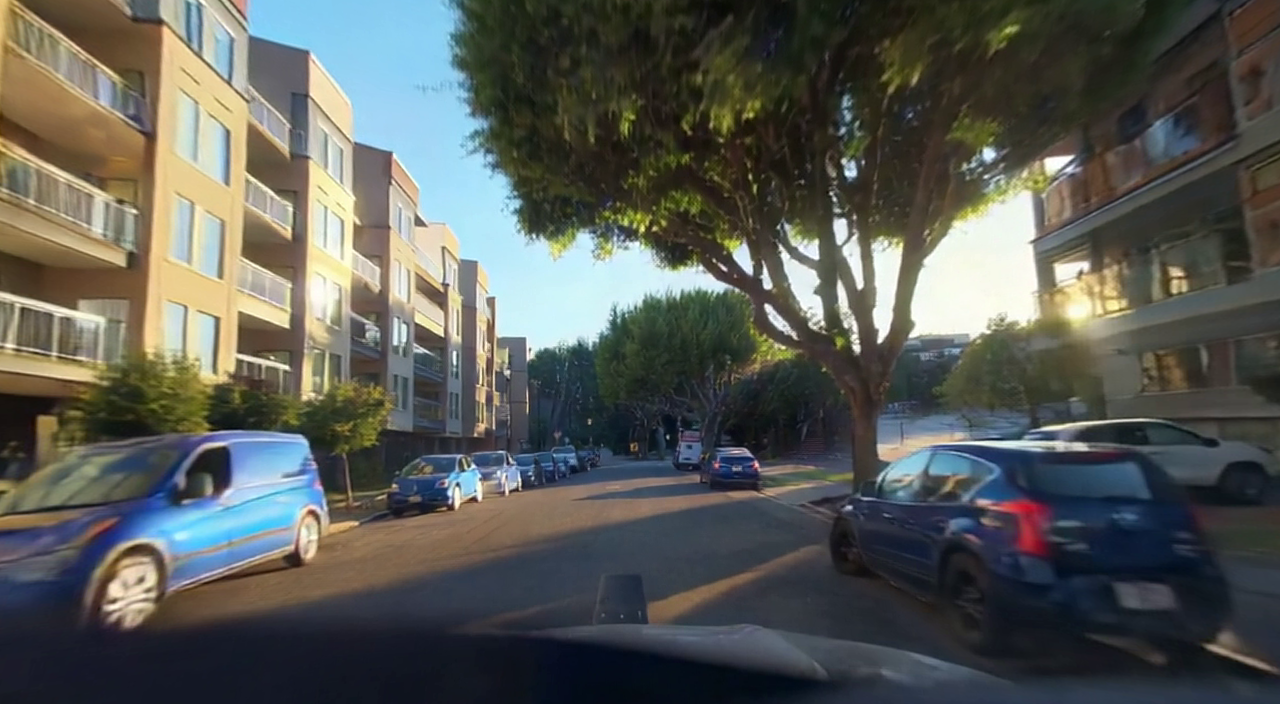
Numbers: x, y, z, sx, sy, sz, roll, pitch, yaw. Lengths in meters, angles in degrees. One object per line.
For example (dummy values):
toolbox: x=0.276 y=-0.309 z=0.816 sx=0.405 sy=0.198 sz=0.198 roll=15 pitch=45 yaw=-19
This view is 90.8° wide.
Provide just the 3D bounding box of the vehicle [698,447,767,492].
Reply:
vehicle: x=3.302 y=4.266 z=23.385 sx=1.835 sy=1.490 sz=4.134 roll=0 pitch=-8 yaw=-1

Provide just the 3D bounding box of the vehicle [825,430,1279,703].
vehicle: x=3.111 y=1.477 z=5.379 sx=1.903 sy=1.512 sz=3.900 roll=0 pitch=-8 yaw=1

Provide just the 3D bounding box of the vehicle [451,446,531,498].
vehicle: x=-4.970 y=4.026 z=21.614 sx=1.782 sy=1.585 sz=3.962 roll=0 pitch=-8 yaw=0

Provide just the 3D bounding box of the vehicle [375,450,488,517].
vehicle: x=-5.273 y=3.338 z=16.459 sx=1.722 sy=1.491 sz=3.431 roll=0 pitch=-8 yaw=1

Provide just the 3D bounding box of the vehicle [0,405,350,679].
vehicle: x=-5.318 y=1.671 z=7.157 sx=1.947 sy=1.833 sz=4.606 roll=-2 pitch=-2 yaw=0
